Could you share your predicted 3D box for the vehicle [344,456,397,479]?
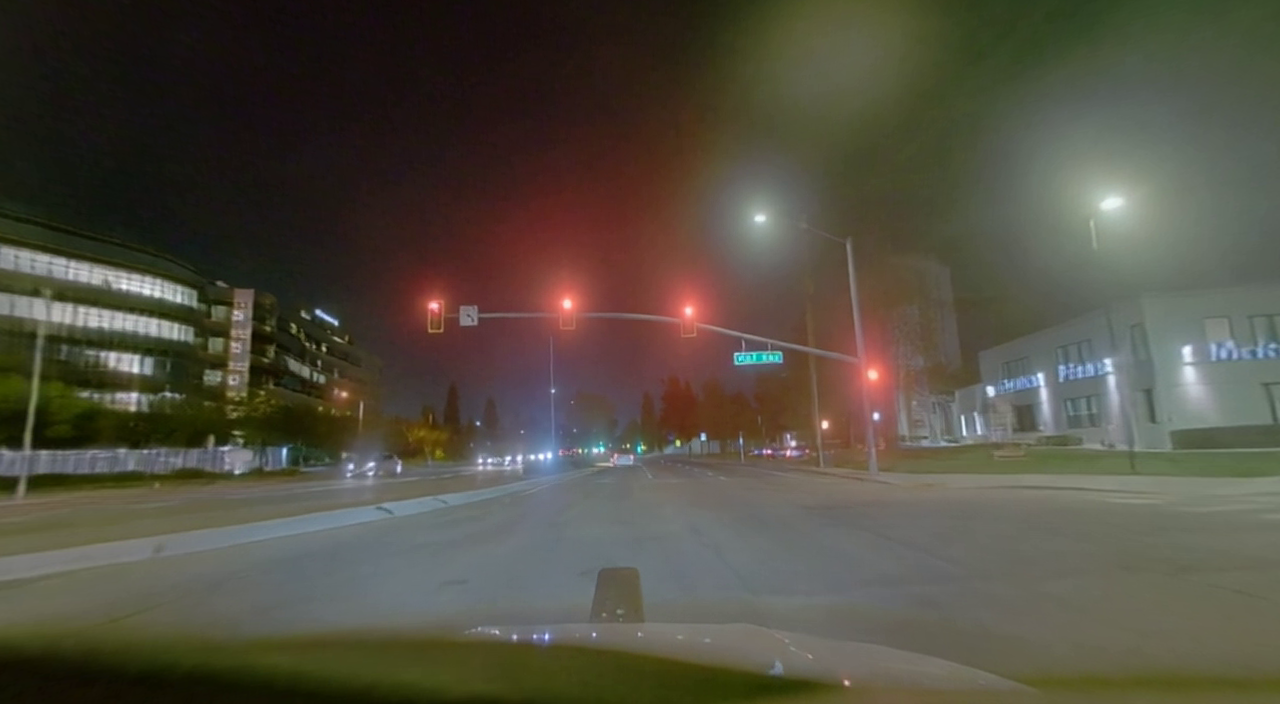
[{"bbox_3d":[-19.373,8.292,45.590,1.851,1.502,4.398,0,-8,0],"label":"vehicle"}]
